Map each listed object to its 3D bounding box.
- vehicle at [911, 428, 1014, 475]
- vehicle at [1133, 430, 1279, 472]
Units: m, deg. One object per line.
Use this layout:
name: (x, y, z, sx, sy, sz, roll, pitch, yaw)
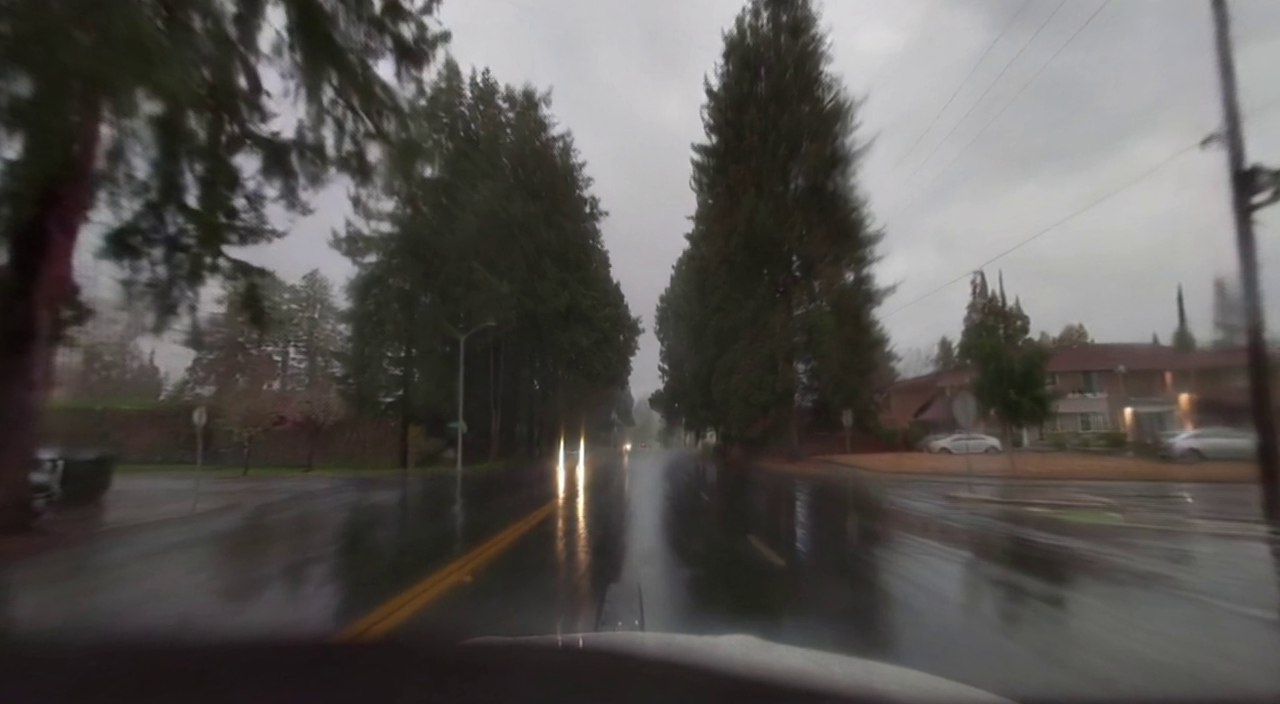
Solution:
vehicle: (14.515, 4.441, 28.217, 4.771, 1.912, 2.137, 6, -11, -37)
vehicle: (24.601, 4.282, 27.311, 4.508, 1.687, 2.070, -3, -9, 21)
